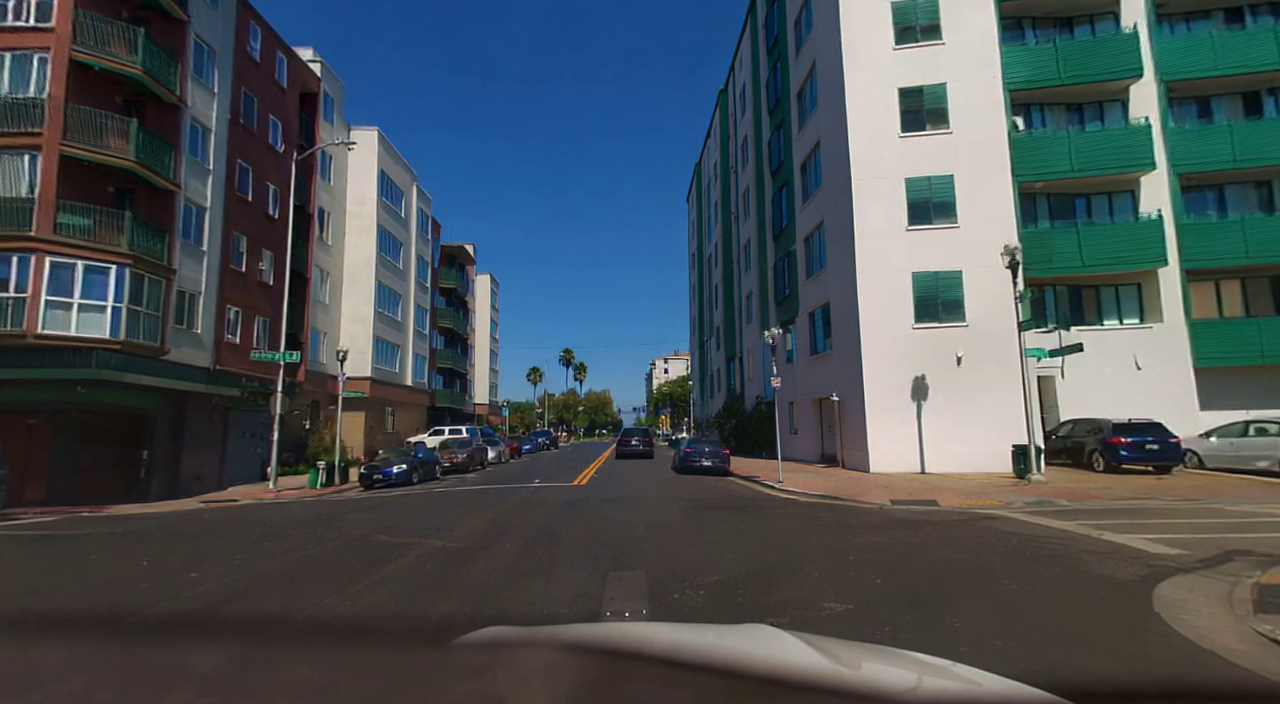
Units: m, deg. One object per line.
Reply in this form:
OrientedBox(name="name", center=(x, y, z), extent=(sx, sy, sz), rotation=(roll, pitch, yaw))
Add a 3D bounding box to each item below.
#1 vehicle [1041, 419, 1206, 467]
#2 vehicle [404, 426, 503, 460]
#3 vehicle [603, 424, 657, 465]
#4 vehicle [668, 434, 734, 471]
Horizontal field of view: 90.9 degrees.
OrientedBox(name="vehicle", center=(15.333, 2.919, 20.146), extent=(3.752, 1.453, 1.709), rotation=(0, -9, 2))
OrientedBox(name="vehicle", center=(-11.462, 5.593, 38.865), extent=(5.540, 1.950, 2.113), rotation=(4, -12, -28))
OrientedBox(name="vehicle", center=(-0.544, 4.484, 30.522), extent=(2.412, 1.834, 4.636), rotation=(0, -8, -2))
OrientedBox(name="vehicle", center=(2.505, 4.300, 27.082), extent=(2.290, 1.456, 4.503), rotation=(0, -9, -1))
